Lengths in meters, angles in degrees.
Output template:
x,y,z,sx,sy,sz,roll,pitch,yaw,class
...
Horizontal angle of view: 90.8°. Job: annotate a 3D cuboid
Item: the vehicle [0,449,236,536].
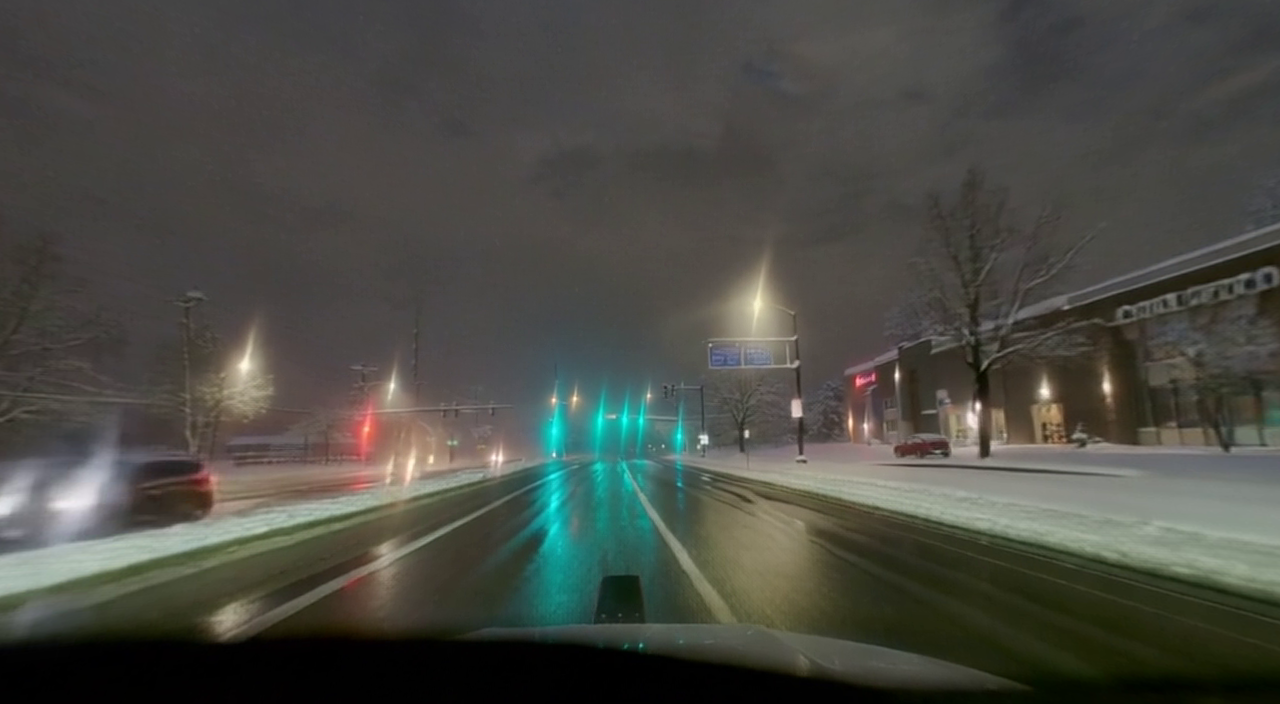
x,y,z,sx,sy,sz,roll,pitch,yaw,class
-11.011,2.874,13.620,1.893,1.525,4.237,0,-8,-2,vehicle
